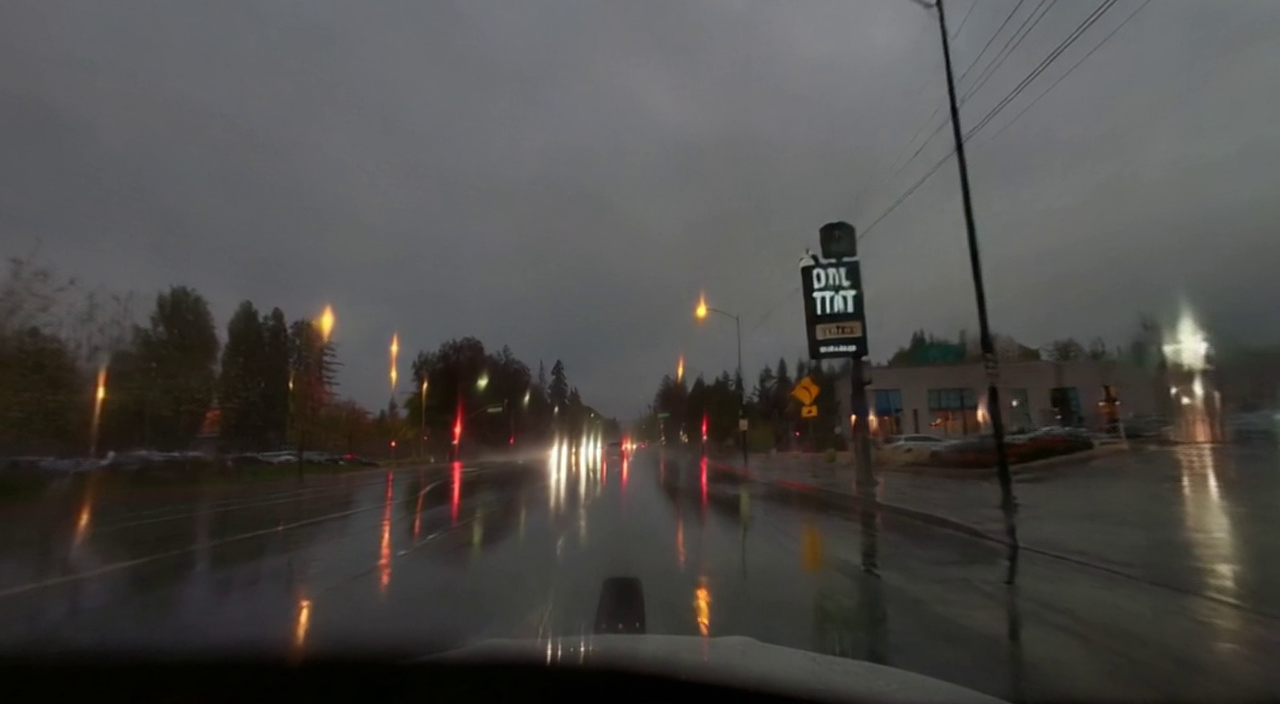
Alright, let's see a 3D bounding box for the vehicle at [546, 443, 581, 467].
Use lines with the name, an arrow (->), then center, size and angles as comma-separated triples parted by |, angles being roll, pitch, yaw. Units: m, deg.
vehicle -> -5.299, 7.201, 44.244 | 1.889, 1.572, 3.599 | 0, -8, 1
